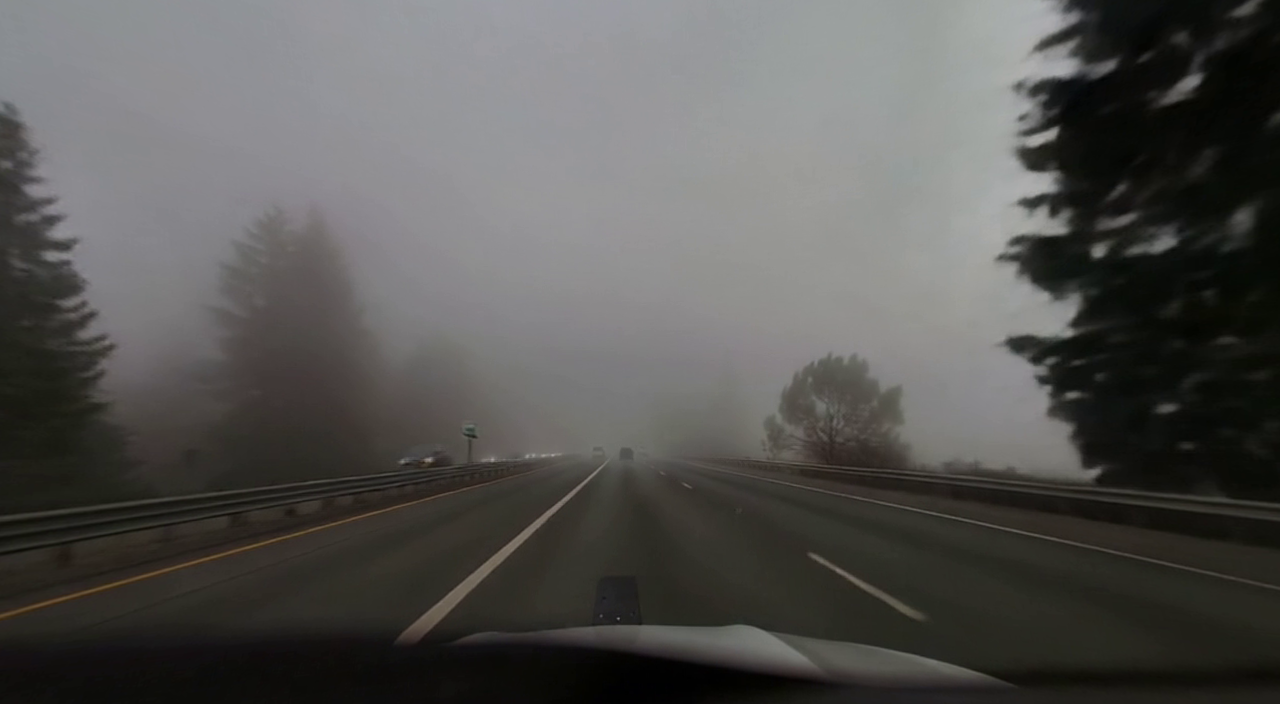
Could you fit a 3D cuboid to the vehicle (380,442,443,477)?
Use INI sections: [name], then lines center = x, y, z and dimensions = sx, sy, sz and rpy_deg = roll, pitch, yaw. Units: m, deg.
[vehicle]
center = -16.205, 7.664, 44.805
dimensions = 2.303, 2.310, 5.855
rpy_deg = 0, -9, 0
